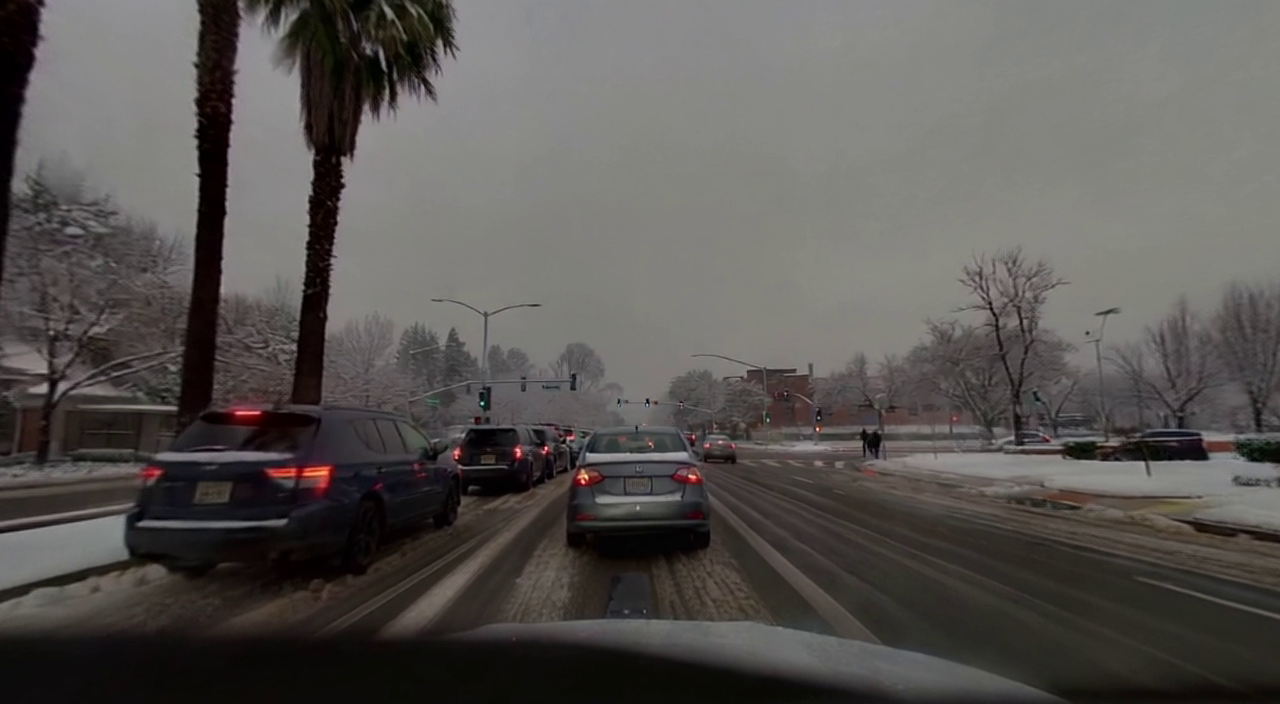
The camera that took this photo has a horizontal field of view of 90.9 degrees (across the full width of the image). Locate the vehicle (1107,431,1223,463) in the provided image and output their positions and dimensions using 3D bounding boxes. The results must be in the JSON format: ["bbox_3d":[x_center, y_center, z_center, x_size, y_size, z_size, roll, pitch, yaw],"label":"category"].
[{"bbox_3d":[25.454,4.619,30.674,3.914,1.427,1.779,-2,-8,6],"label":"vehicle"}]

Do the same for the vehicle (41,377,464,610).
[{"bbox_3d":[-3.524,1.380,6.992,1.914,1.741,4.398,0,-8,-1],"label":"vehicle"}]

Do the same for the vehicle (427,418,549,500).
[{"bbox_3d":[-3.441,2.526,15.136,1.840,1.684,4.041,0,-8,1],"label":"vehicle"}]

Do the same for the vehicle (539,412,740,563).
[{"bbox_3d":[-0.042,1.753,8.872,2.114,1.585,4.285,0,-8,-1],"label":"vehicle"}]

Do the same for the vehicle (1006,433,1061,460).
[{"bbox_3d":[26.087,6.266,41.932,1.882,1.672,3.957,-2,-9,14],"label":"vehicle"}]
